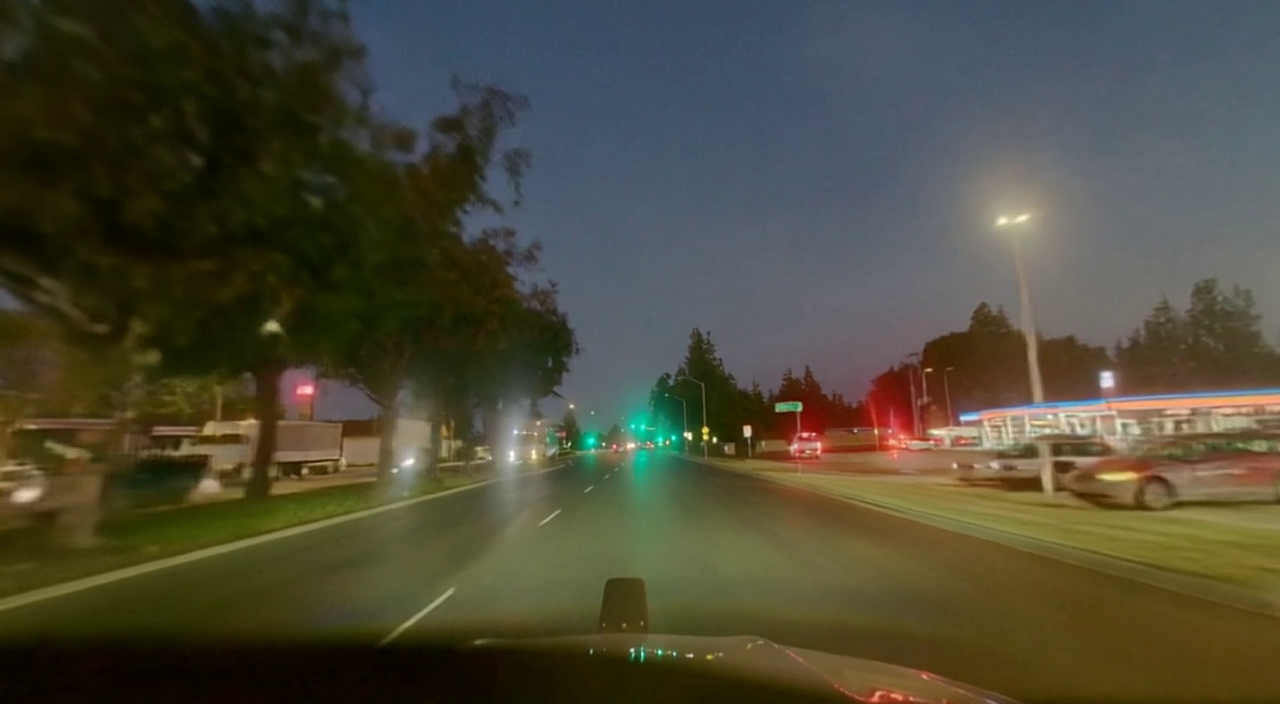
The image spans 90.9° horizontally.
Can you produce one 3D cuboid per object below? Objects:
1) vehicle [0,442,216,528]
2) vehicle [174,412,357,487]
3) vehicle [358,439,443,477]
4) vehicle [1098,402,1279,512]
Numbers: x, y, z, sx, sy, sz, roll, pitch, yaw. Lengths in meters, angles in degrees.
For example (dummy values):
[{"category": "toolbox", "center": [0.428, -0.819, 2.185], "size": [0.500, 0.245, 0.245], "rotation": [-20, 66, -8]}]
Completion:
[{"category": "vehicle", "center": [-11.531, 2.699, 13.438], "size": [1.860, 1.495, 4.409], "rotation": [0, -9, 1]}, {"category": "vehicle", "center": [-18.949, 5.092, 33.182], "size": [2.958, 3.304, 10.523], "rotation": [0, -9, 1]}, {"category": "vehicle", "center": [-11.174, 4.976, 29.814], "size": [2.078, 1.656, 4.624], "rotation": [0, -9, 1]}, {"category": "vehicle", "center": [12.483, 1.996, 12.607], "size": [4.882, 1.927, 2.029], "rotation": [-3, -8, 2]}]
